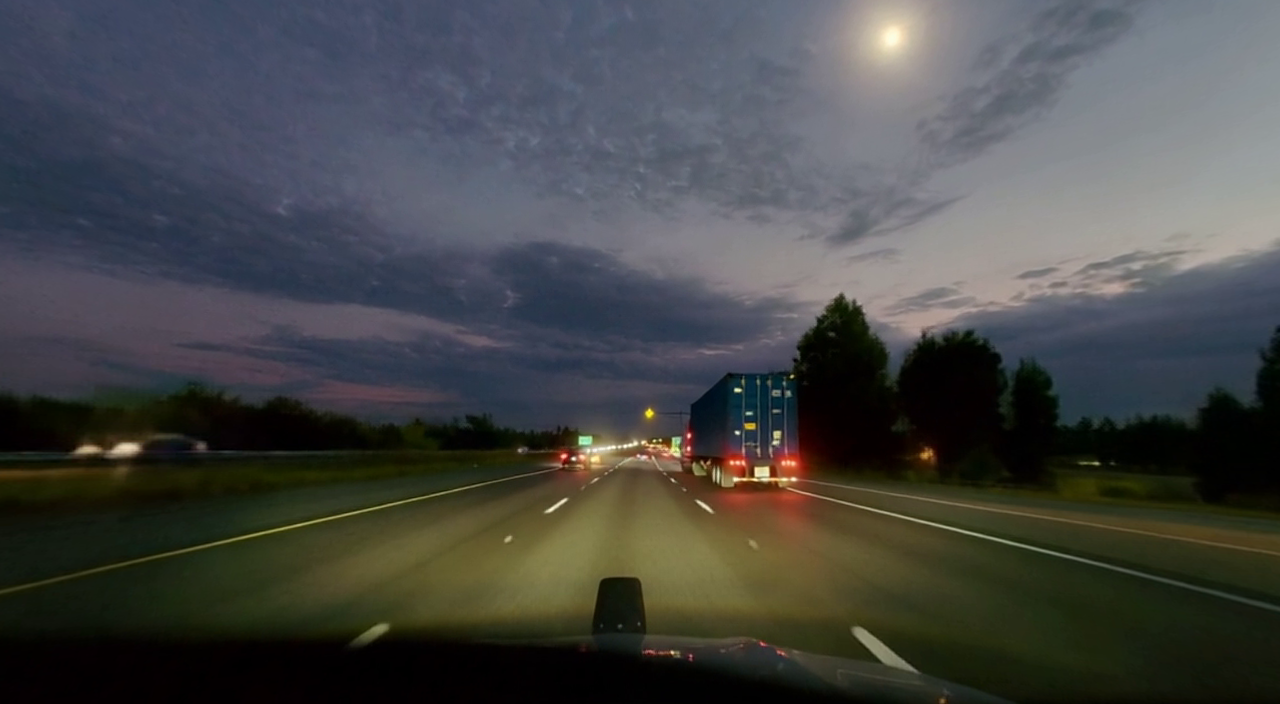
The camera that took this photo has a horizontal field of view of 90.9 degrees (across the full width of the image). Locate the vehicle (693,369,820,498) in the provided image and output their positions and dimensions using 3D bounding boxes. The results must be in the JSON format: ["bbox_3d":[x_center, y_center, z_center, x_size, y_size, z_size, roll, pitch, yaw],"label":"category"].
[{"bbox_3d":[4.202,3.569,26.359,2.821,4.046,12.876,0,-9,0],"label":"vehicle"}]

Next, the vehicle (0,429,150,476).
[{"bbox_3d":[-20.012,3.535,22.161,1.828,1.455,4.660,0,-9,0],"label":"vehicle"}]

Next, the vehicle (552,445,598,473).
[{"bbox_3d":[-4.085,6.849,40.442,2.370,1.647,5.091,0,-9,1],"label":"vehicle"}]

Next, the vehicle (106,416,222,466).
[{"bbox_3d":[-20.088,3.828,26.823,1.899,1.973,3.718,0,-9,1],"label":"vehicle"}]
